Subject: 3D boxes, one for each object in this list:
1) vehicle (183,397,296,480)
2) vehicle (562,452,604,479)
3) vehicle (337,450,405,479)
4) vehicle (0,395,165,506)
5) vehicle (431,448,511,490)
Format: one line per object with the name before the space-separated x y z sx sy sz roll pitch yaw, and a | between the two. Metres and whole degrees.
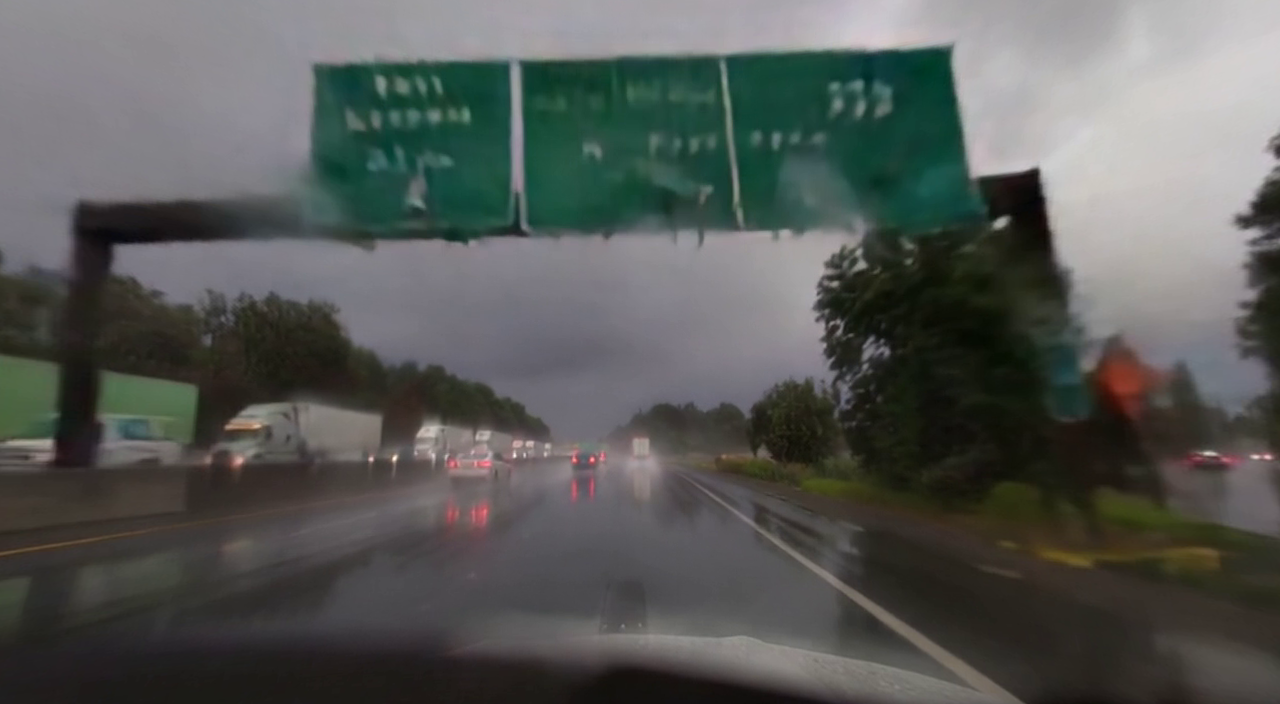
vehicle | -18.737 4.093 29.771 2.922 3.673 3.310 0 -9 0
vehicle | -3.368 6.764 37.822 2.076 1.453 4.094 0 -9 1
vehicle | -14.370 6.007 33.865 1.865 1.456 4.034 0 -9 0
vehicle | -15.202 2.400 15.336 2.527 2.391 5.963 0 -9 0
vehicle | -7.282 5.067 27.721 2.122 1.685 4.714 0 -9 1
